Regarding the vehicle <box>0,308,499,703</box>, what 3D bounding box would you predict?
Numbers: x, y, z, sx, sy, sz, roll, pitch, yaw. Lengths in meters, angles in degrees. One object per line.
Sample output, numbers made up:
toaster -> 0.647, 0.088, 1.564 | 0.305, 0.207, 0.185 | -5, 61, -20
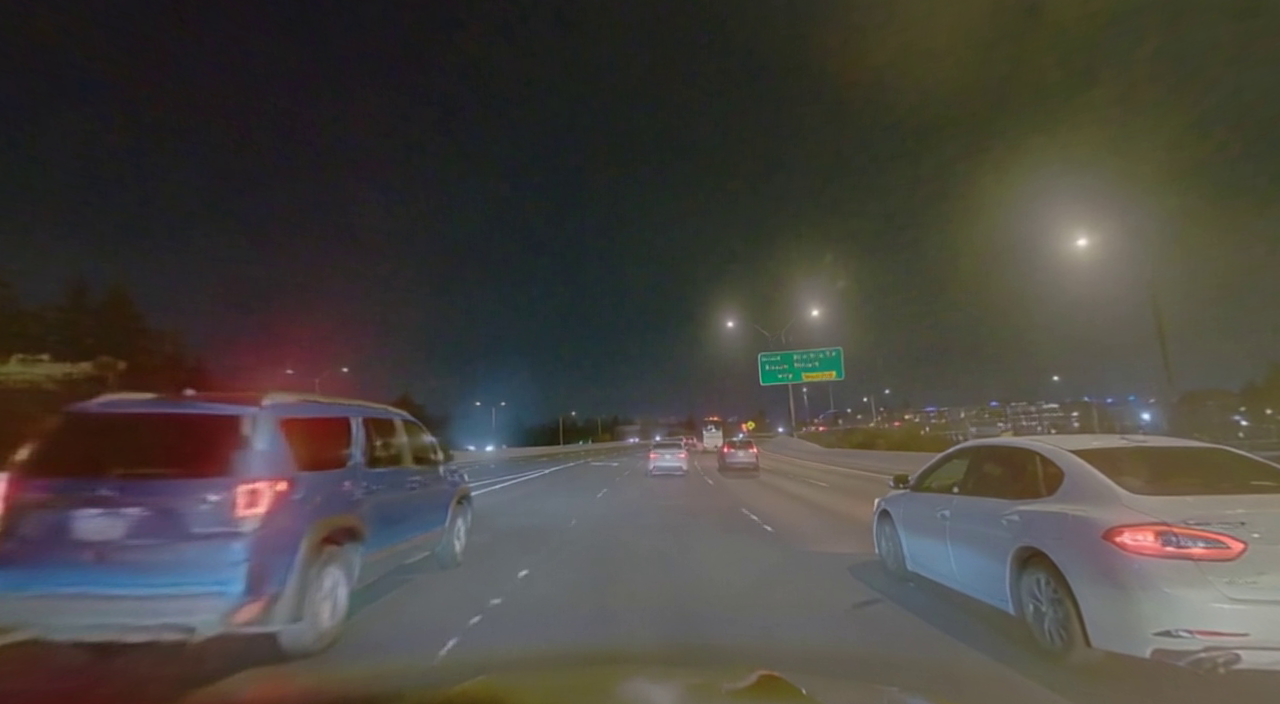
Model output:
vehicle -> -3.110, 1.156, 5.620 | 2.434, 1.965, 5.305 | 0, -9, 0

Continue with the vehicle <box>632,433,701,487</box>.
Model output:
vehicle -> 0.854, 3.554, 20.932 | 2.074, 1.614, 3.803 | 0, -9, 2

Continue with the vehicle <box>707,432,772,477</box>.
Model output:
vehicle -> 3.967, 4.185, 25.884 | 2.076, 1.684, 4.241 | 0, -9, 2

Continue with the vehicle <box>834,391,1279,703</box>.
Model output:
vehicle -> 3.087, 1.219, 4.388 | 2.009, 1.489, 4.559 | 0, -9, 0
